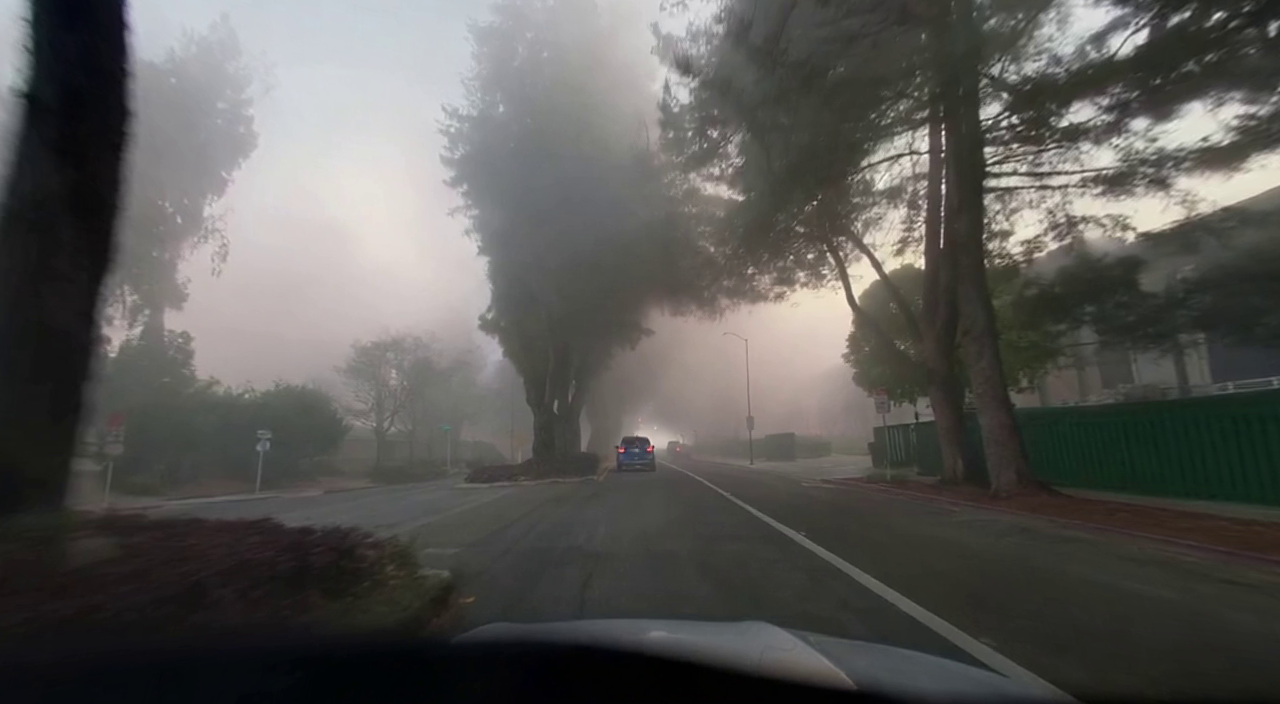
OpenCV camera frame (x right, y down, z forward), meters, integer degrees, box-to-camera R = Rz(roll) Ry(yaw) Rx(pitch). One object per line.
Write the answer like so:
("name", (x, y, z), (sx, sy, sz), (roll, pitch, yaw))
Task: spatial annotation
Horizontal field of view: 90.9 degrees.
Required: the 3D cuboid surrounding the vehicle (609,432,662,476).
("vehicle", (-0.215, 4.942, 30.679), (2.386, 1.947, 4.168), (0, -9, -1))
